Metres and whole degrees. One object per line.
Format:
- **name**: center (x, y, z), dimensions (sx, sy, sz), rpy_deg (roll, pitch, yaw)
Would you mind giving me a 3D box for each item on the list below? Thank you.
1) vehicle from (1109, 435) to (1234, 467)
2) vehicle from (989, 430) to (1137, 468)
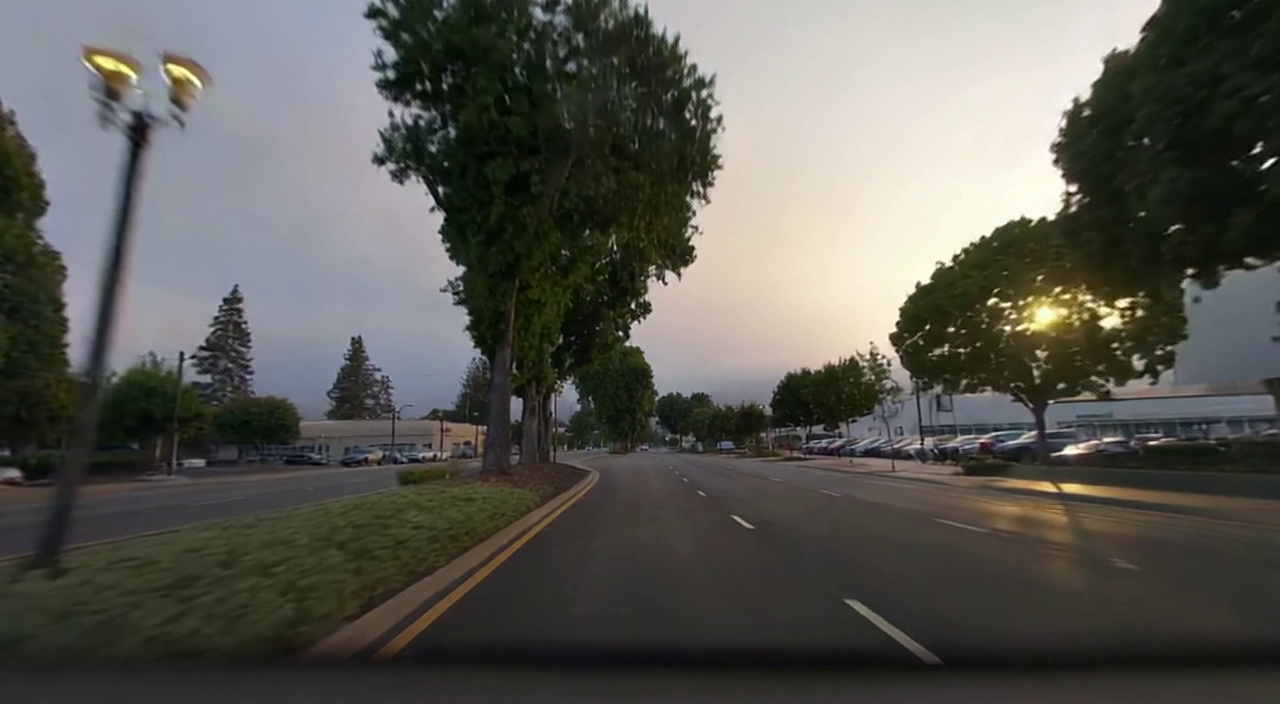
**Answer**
- **vehicle**: center (25.975, 4.845, 30.954), dimensions (4.402, 1.465, 1.900), rpy_deg (0, -9, -1)
- **vehicle**: center (20.412, 4.717, 30.702), dimensions (5.462, 1.785, 2.323), rpy_deg (0, -9, 1)
